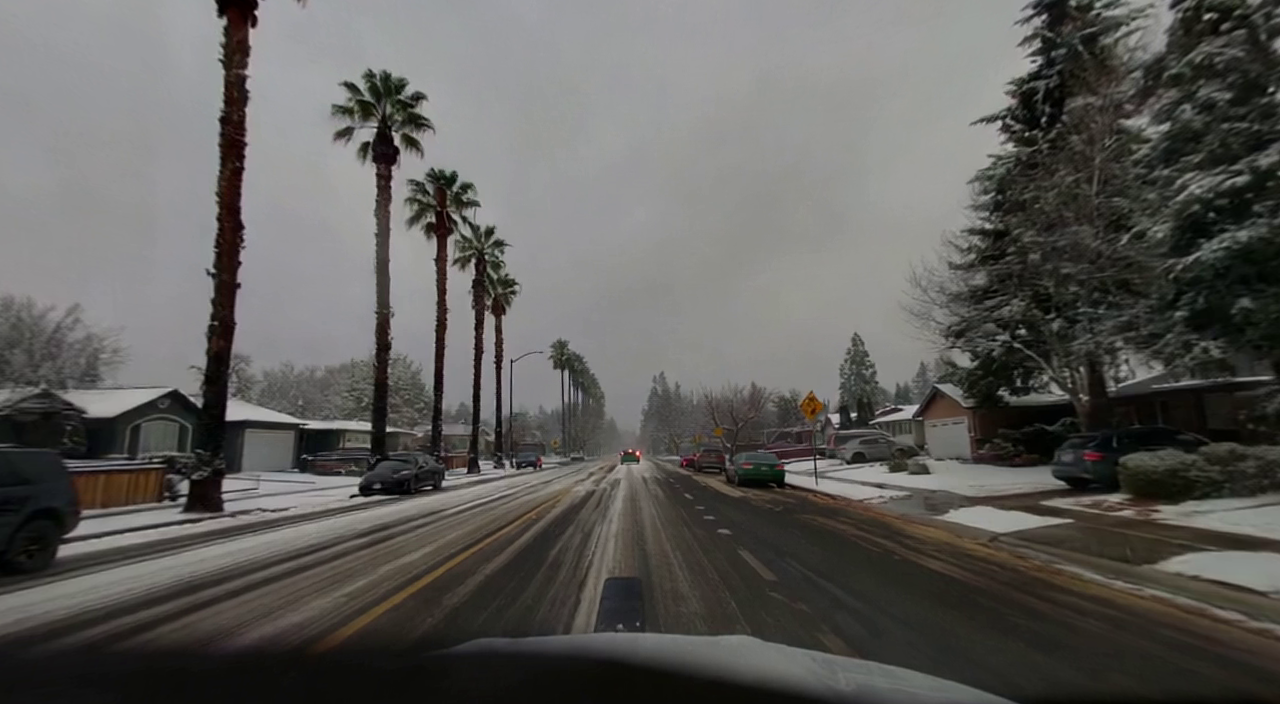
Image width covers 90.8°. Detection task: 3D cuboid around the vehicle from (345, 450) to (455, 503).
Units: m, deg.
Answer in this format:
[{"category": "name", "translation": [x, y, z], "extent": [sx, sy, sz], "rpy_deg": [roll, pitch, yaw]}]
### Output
[{"category": "vehicle", "translation": [-9.095, 4.718, 24.560], "extent": [2.181, 1.527, 5.441], "rpy_deg": [-2, -7, 0]}]

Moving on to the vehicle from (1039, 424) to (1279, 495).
[{"category": "vehicle", "translation": [12.273, 2.537, 15.062], "extent": [4.169, 1.567, 1.852], "rpy_deg": [0, -9, 3]}]

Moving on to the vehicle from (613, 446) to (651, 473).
[{"category": "vehicle", "translation": [-0.473, 6.354, 37.507], "extent": [2.098, 1.483, 4.099], "rpy_deg": [0, -9, -1]}]

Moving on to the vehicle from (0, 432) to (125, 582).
[{"category": "vehicle", "translation": [-8.869, 1.912, 7.336], "extent": [2.061, 1.783, 4.631], "rpy_deg": [-2, -6, -3]}]

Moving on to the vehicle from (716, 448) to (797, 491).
[{"category": "vehicle", "translation": [4.402, 4.524, 24.782], "extent": [2.033, 1.495, 5.175], "rpy_deg": [0, -9, -2]}]

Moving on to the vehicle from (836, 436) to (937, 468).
[{"category": "vehicle", "translation": [12.539, 5.100, 32.312], "extent": [4.288, 1.539, 1.934], "rpy_deg": [0, -9, -2]}]

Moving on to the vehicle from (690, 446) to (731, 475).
[{"category": "vehicle", "translation": [4.267, 6.676, 39.175], "extent": [2.017, 1.646, 5.389], "rpy_deg": [0, -9, 1]}]
